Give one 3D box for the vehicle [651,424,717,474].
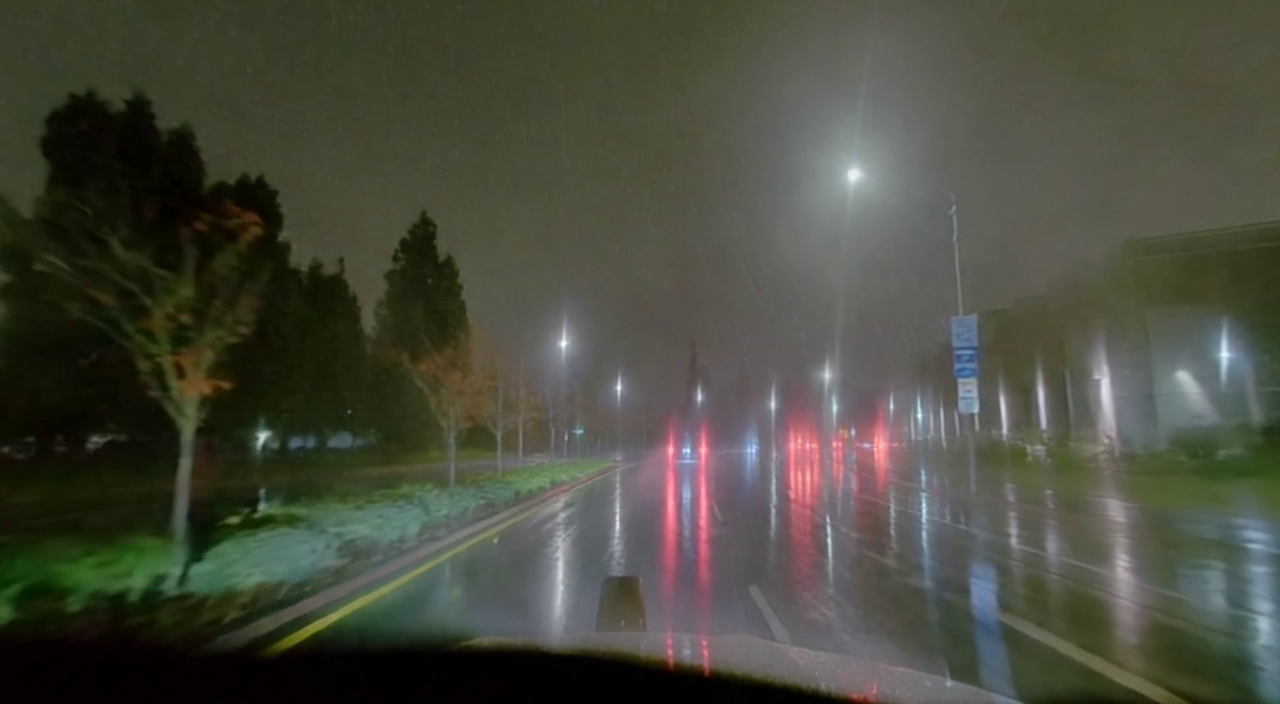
[{"bbox_3d":[2.042,4.220,27.376,2.371,1.926,5.615,-1,-9,9],"label":"vehicle"}]
